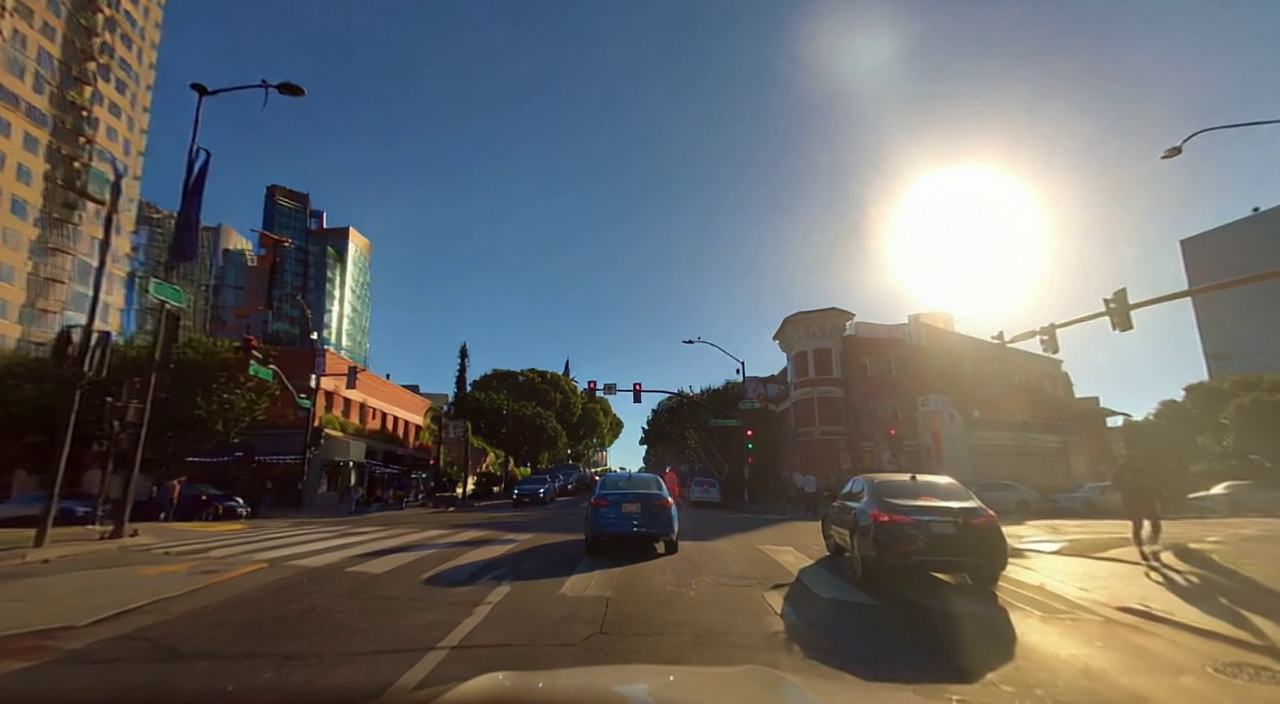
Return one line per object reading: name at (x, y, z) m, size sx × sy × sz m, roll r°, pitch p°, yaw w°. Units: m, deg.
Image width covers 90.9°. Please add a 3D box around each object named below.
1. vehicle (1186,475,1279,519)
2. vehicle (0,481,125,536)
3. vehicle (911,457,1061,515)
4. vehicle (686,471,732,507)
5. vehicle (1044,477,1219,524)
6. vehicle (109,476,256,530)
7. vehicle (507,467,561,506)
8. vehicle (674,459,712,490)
vehicle at (26.406, 6.072, 26.491) m, size 4.734 × 1.605 × 2.186 m, roll -1°, pitch -9°, yaw 1°
vehicle at (-25.342, 6.671, 27.017) m, size 4.588 × 2.048 × 2.110 m, roll -1°, pitch -9°, yaw 1°
vehicle at (14.706, 5.695, 27.039) m, size 4.974 × 2.266 × 2.324 m, roll 0°, pitch -9°, yaw -1°
vehicle at (3.834, 7.728, 35.886) m, size 1.908 × 1.741 × 4.066 m, roll 0°, pitch -9°, yaw -3°
vehicle at (20.817, 6.290, 26.923) m, size 5.345 × 1.747 × 2.410 m, roll -1°, pitch -9°, yaw 2°
vehicle at (-19.474, 6.431, 26.996) m, size 4.750 × 2.083 × 2.002 m, roll -1°, pitch -9°, yaw 4°
vehicle at (-5.985, 7.671, 36.183) m, size 2.226 × 1.896 × 4.438 m, roll -1°, pitch -9°, yaw 1°
vehicle at (3.740, 8.770, 45.229) m, size 2.365 × 1.994 × 4.259 m, roll -1°, pitch -9°, yaw 0°
